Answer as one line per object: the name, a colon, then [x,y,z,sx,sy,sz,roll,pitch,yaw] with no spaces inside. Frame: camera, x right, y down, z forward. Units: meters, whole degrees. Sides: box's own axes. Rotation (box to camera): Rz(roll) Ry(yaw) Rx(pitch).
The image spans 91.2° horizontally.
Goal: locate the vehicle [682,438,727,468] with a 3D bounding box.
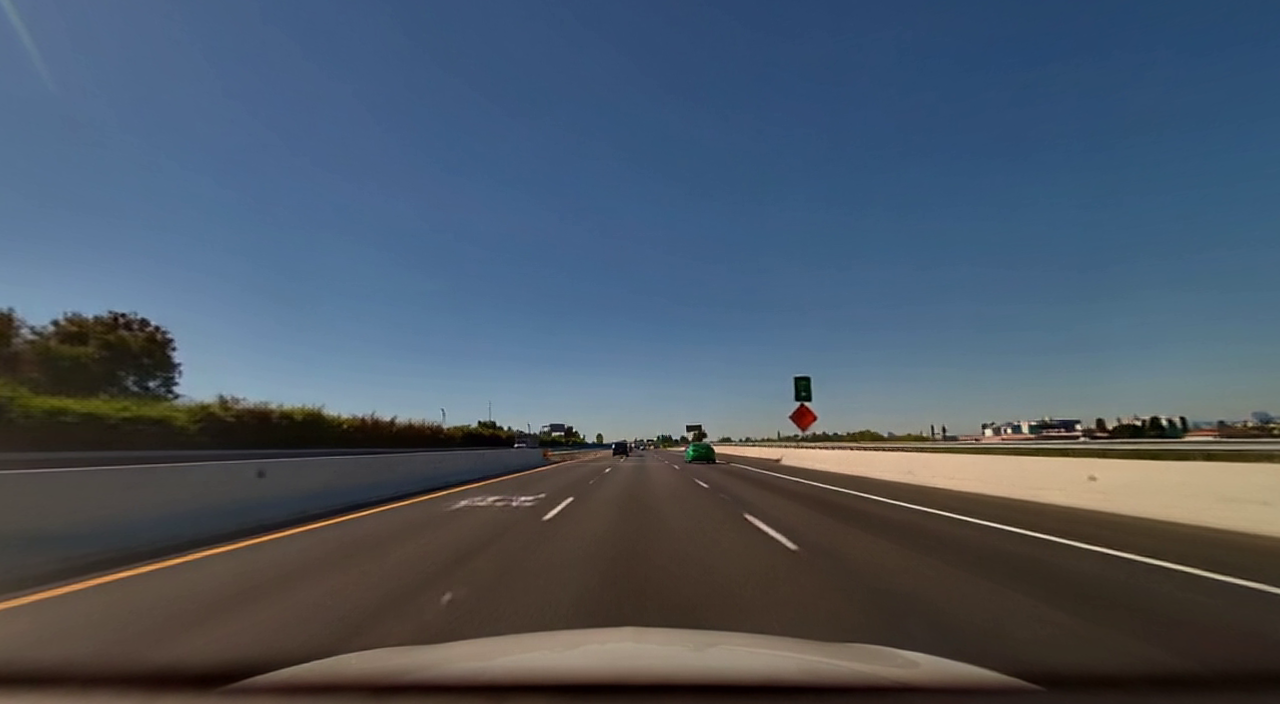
vehicle: [3.696,5.899,36.819,2.202,1.682,4.188,0,-8,0]
